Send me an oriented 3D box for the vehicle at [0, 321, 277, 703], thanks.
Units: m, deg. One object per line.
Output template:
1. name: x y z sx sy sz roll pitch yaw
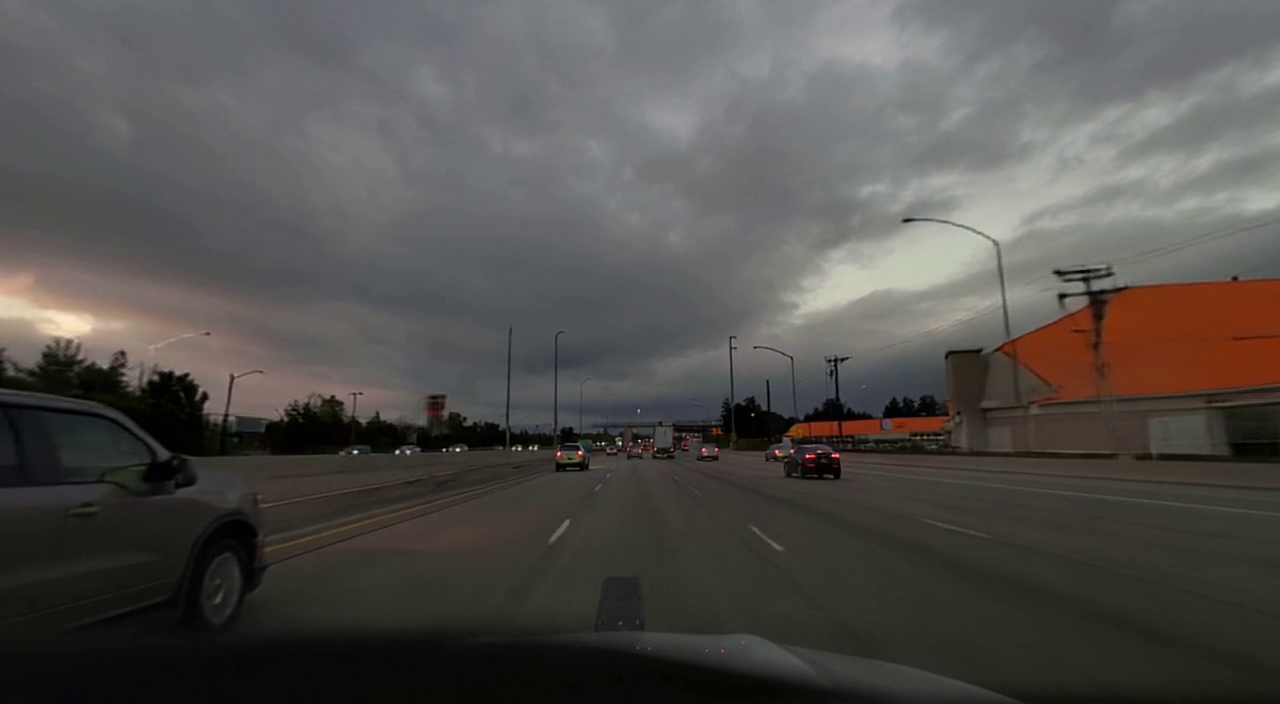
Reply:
1. vehicle: -3.694 0.710 2.128 2.130 1.799 4.583 0 -9 1

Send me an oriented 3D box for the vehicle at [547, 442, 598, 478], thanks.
1. vehicle: -3.032 4.935 29.106 1.929 1.521 4.097 0 -9 0

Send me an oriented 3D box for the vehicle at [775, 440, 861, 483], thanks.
1. vehicle: 6.837 4.241 24.679 1.980 1.501 4.433 0 -9 -1
